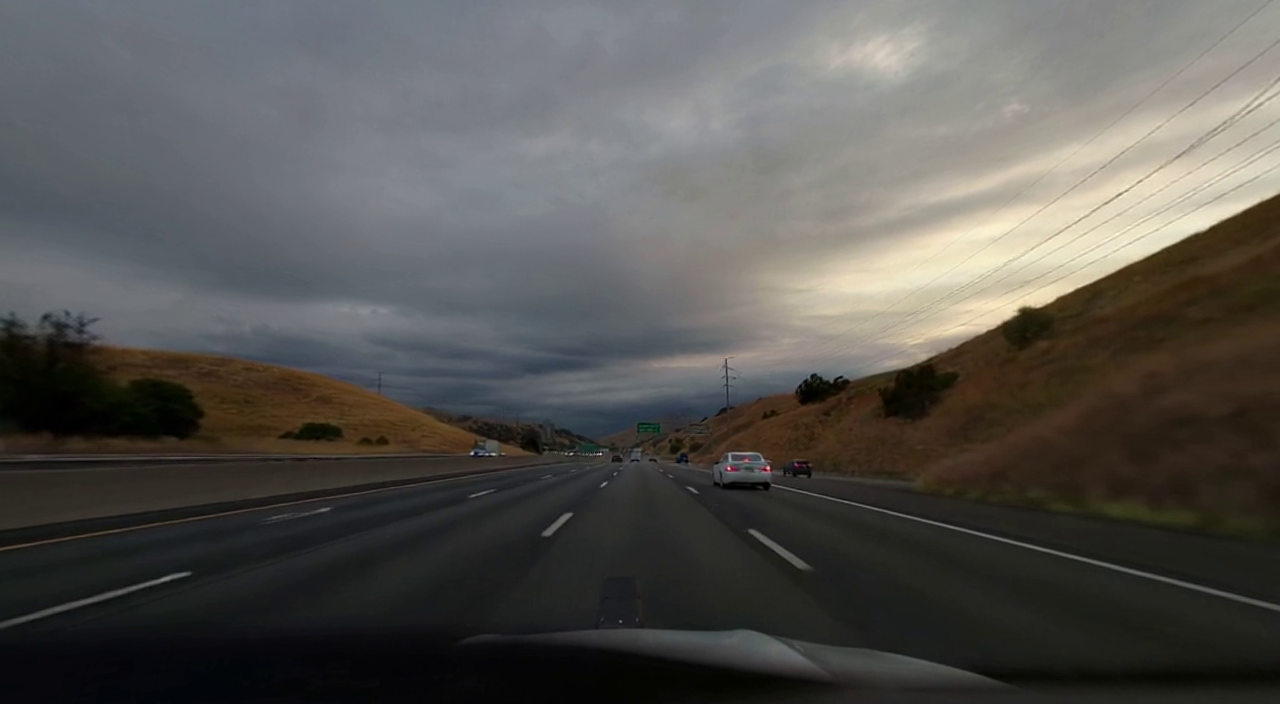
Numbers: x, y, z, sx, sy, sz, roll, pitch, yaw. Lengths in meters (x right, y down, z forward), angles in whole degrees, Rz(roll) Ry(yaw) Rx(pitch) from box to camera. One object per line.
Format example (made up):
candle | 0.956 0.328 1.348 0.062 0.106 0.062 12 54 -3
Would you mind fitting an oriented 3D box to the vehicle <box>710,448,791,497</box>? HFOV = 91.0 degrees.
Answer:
vehicle | 3.833 4.250 22.596 2.086 1.542 4.355 0 -9 0
